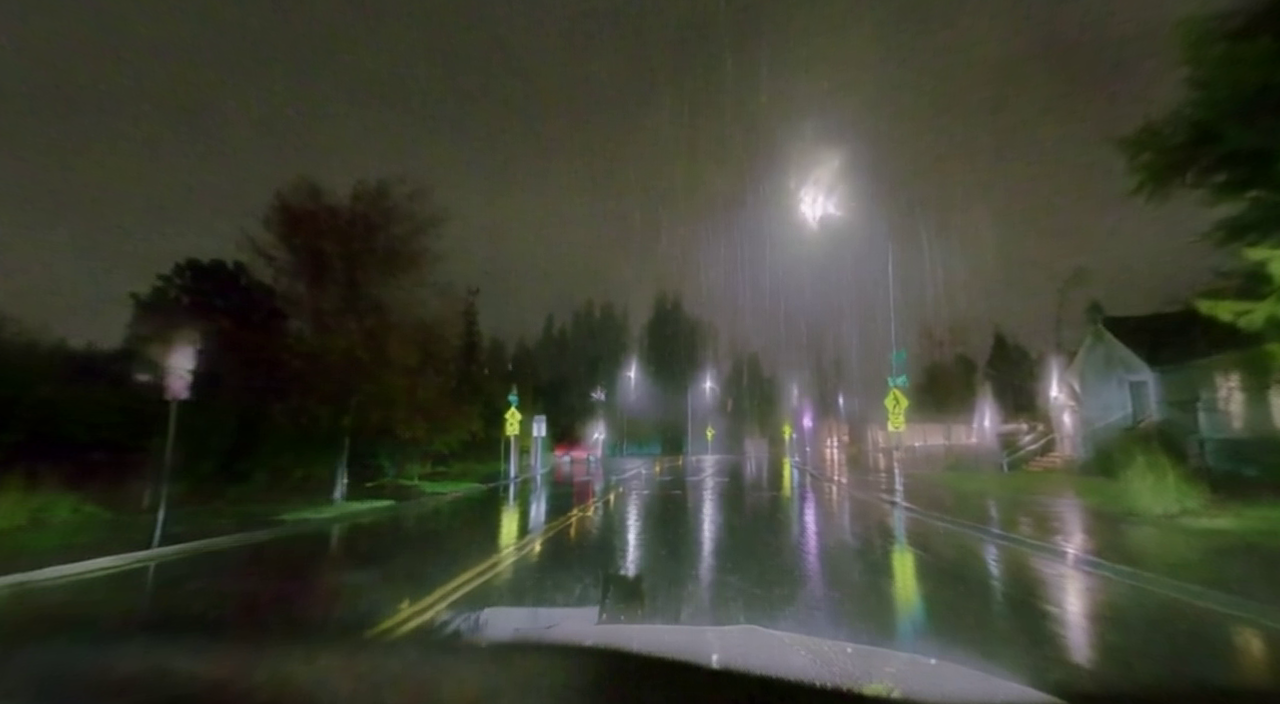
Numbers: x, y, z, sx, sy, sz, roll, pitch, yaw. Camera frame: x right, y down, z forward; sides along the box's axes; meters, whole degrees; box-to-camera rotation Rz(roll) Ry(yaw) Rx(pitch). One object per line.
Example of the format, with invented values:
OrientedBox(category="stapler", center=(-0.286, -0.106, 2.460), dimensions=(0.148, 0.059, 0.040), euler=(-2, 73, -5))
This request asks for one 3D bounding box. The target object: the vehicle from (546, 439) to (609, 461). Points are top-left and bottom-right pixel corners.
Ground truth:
OrientedBox(category="vehicle", center=(-4.772, 7.486, 48.300), dimensions=(4.377, 1.596, 1.836), euler=(-3, -9, 19))
